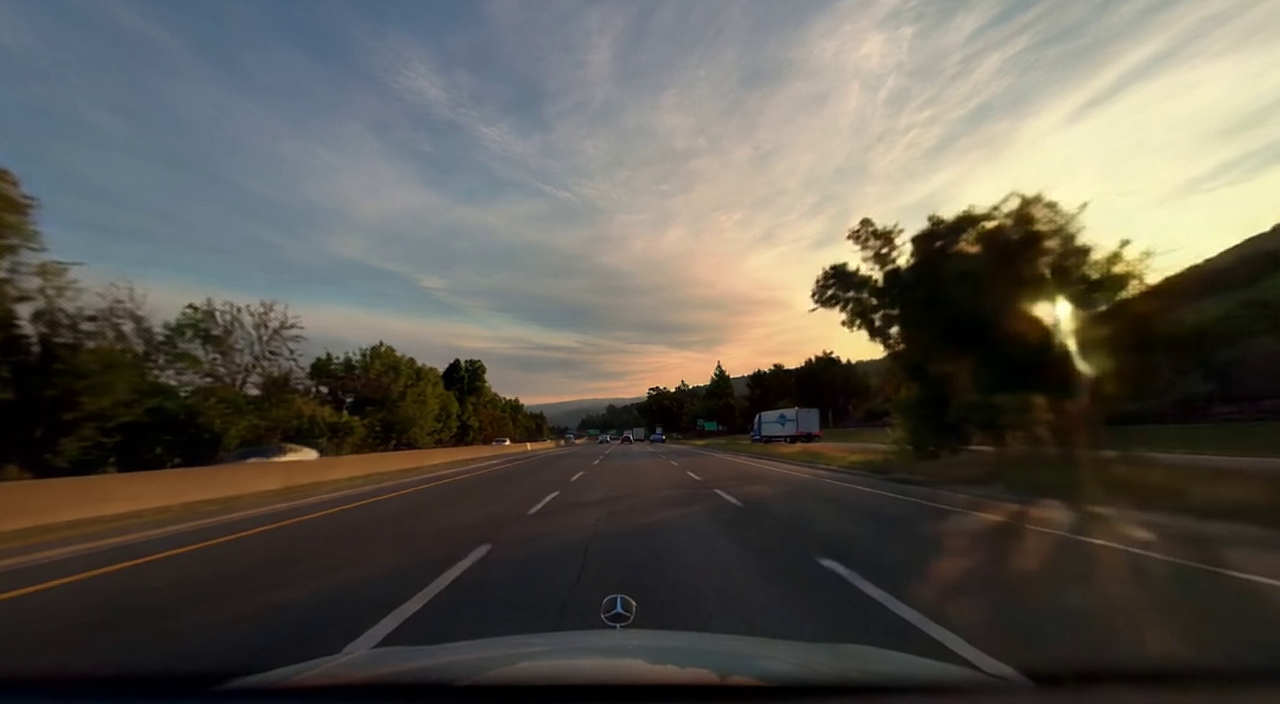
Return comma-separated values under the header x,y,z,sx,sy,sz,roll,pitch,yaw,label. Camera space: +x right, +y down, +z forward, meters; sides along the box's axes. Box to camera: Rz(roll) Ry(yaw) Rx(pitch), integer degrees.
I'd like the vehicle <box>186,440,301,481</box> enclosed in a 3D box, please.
x,y,z,sx,sy,sz,roll,pitch,yaw,label
-16.311,4.454,26.242,1.854,1.532,4.583,0,-8,0,vehicle
